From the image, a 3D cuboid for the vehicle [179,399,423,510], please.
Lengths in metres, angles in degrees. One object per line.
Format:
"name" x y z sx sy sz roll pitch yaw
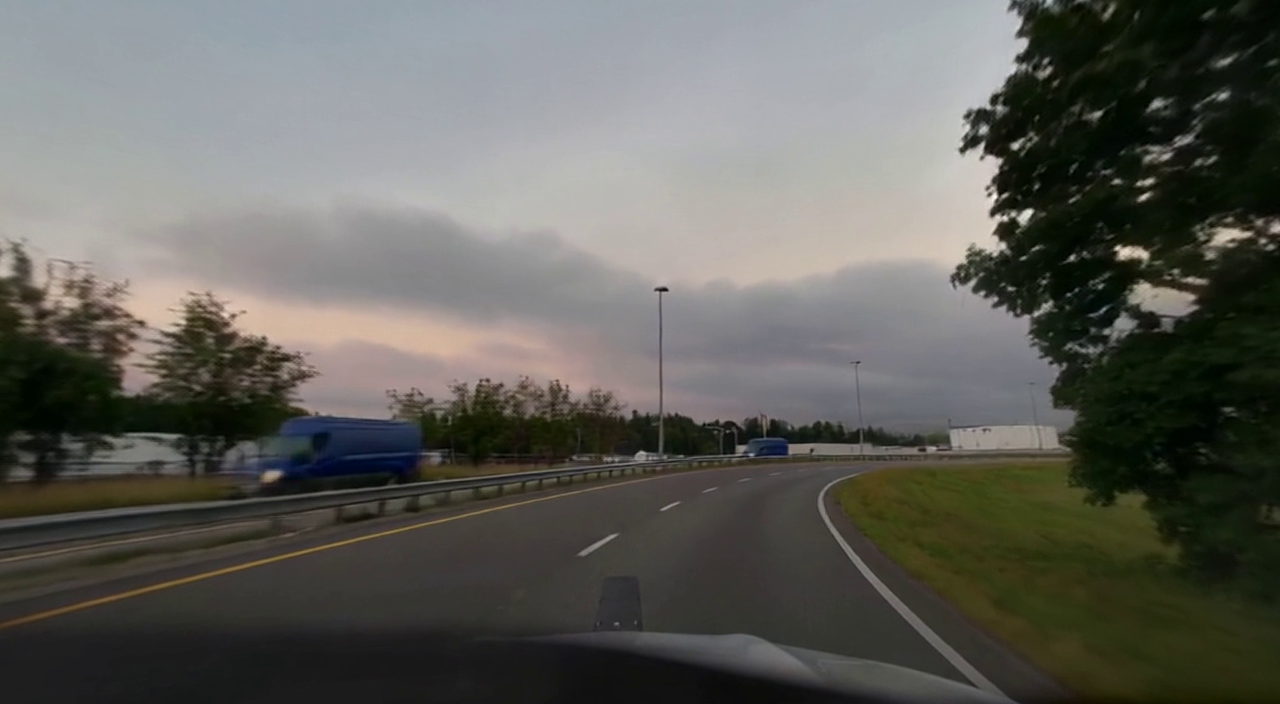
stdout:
"vehicle" -9.760 3.088 19.152 2.447 2.725 6.755 -3 -9 15
